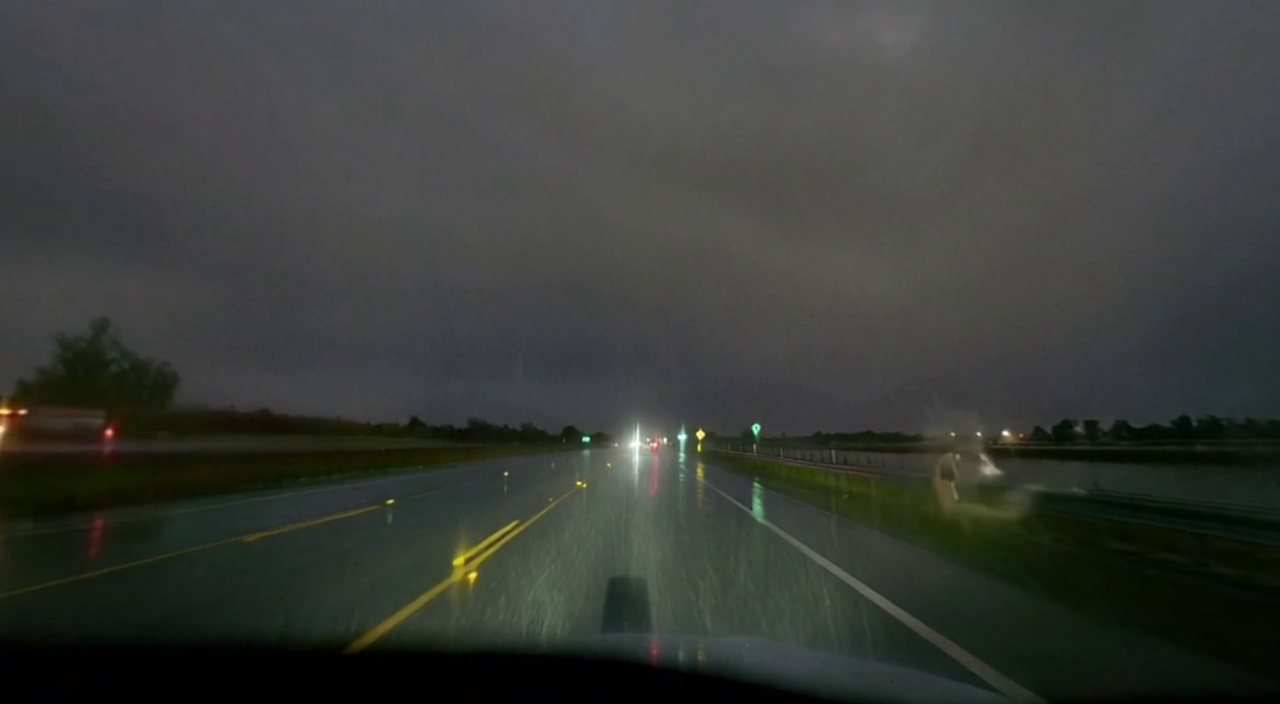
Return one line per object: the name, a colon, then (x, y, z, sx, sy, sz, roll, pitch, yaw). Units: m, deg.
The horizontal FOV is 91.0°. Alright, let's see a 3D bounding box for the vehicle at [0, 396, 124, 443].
vehicle: (-44.852, 5.416, 49.100, 2.936, 3.379, 6.923, 0, -8, 1)
